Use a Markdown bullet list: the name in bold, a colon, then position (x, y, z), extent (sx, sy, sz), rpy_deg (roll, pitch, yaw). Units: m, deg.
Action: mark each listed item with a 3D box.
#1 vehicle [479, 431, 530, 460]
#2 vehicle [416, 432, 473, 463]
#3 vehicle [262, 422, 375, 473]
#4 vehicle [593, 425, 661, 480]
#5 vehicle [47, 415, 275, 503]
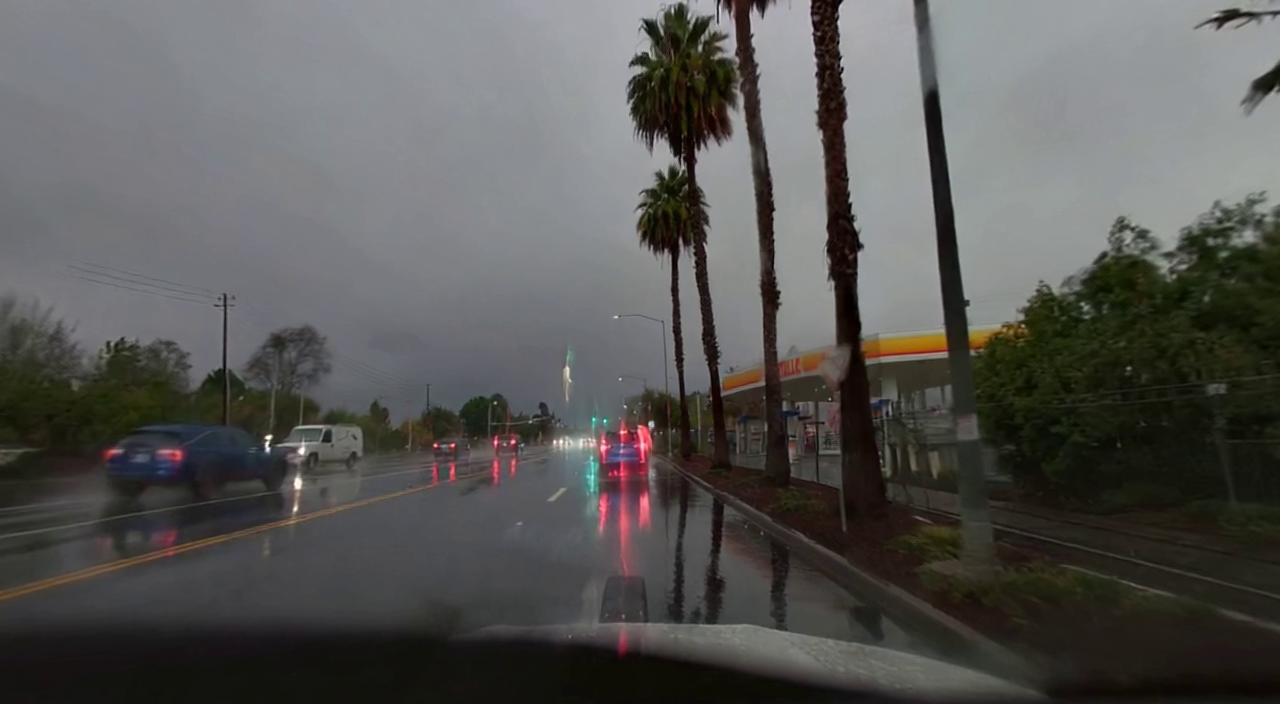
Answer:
- **vehicle**: position (-7.914, 5.504, 37.029), extent (2.099, 1.608, 4.420), rpy_deg (0, -8, -1)
- **vehicle**: position (-11.698, 5.769, 37.932), extent (1.998, 1.731, 4.952), rpy_deg (0, -8, -1)
- **vehicle**: position (-16.315, 4.917, 32.421), extent (2.726, 2.339, 6.253), rpy_deg (0, -8, -3)
- **vehicle**: position (-0.413, 3.447, 21.718), extent (2.121, 1.710, 3.893), rpy_deg (0, -8, 0)
- **vehicle**: position (-10.904, 2.472, 14.827), extent (1.965, 1.743, 4.327), rpy_deg (0, -8, -1)
